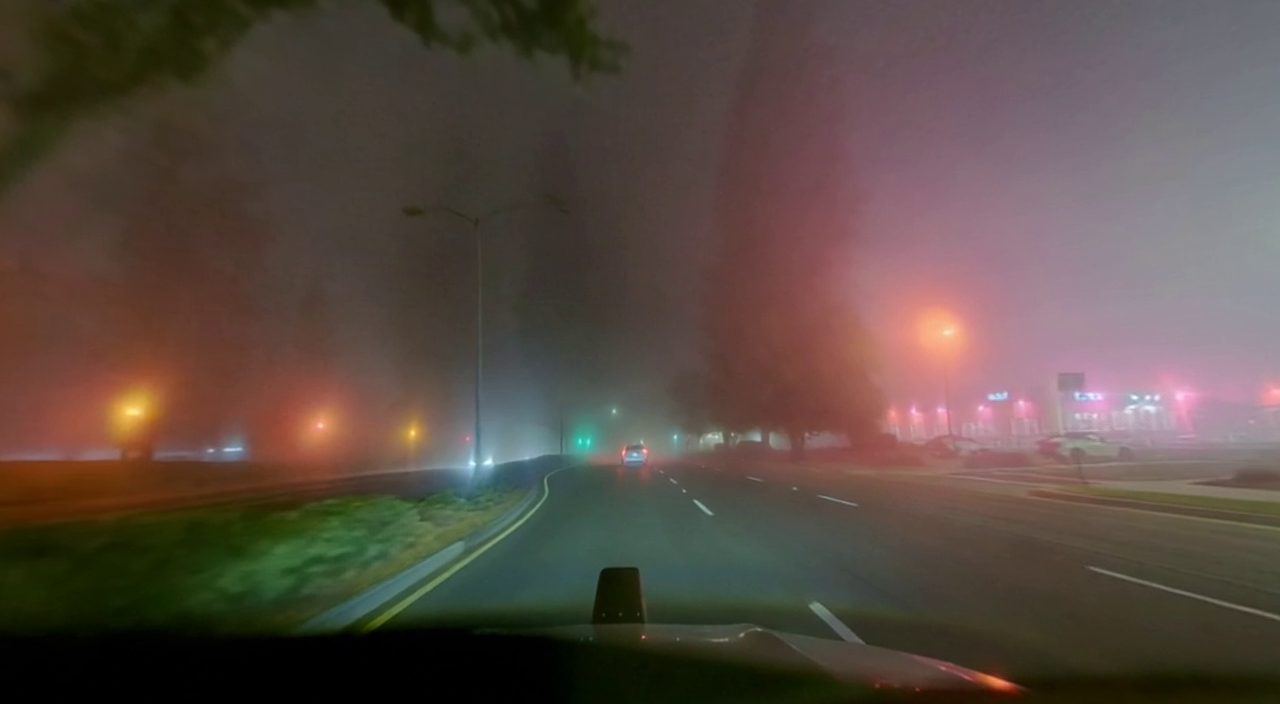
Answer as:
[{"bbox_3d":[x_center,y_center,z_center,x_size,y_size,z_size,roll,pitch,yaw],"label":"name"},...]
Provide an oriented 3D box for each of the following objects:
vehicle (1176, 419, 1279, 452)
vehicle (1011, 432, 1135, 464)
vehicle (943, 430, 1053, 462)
[{"bbox_3d":[33.296,4.686,35.329,4.514,1.776,2.137,-1,-8,1],"label":"vehicle"},{"bbox_3d":[20.640,4.586,30.264,4.396,1.450,1.956,-1,-8,4],"label":"vehicle"},{"bbox_3d":[19.843,5.250,35.189,4.758,1.677,2.154,-1,-8,1],"label":"vehicle"}]
